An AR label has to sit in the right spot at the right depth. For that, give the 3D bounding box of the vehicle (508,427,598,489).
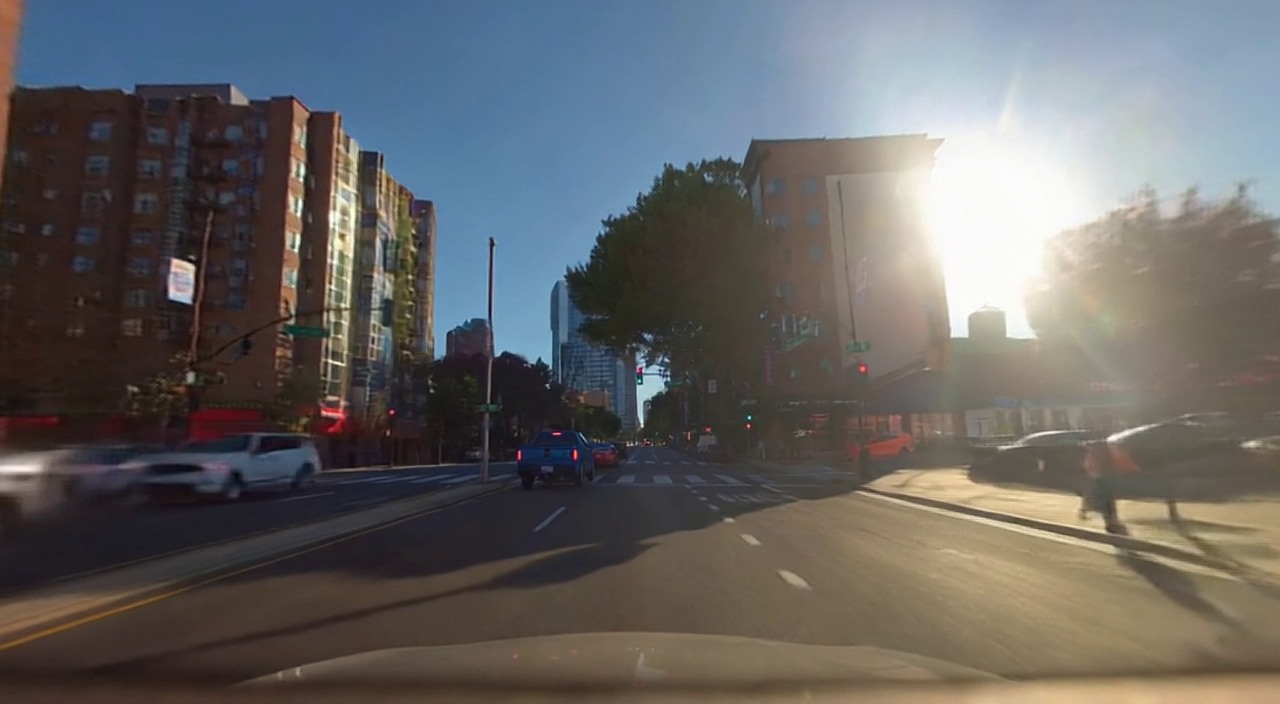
[{"bbox_3d":[-2.726,3.523,21.297,2.197,1.786,5.365,0,-9,1],"label":"vehicle"}]

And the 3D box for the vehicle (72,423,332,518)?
[{"bbox_3d":[-10.206,2.814,15.556,2.315,1.892,5.668,0,-9,0],"label":"vehicle"}]

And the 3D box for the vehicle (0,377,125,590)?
[{"bbox_3d":[-7.115,0.985,4.270,2.308,1.961,5.807,0,-9,0],"label":"vehicle"}]

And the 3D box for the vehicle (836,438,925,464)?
[{"bbox_3d":[14.004,5.788,36.921,4.447,1.484,1.928,0,-9,1],"label":"vehicle"}]
